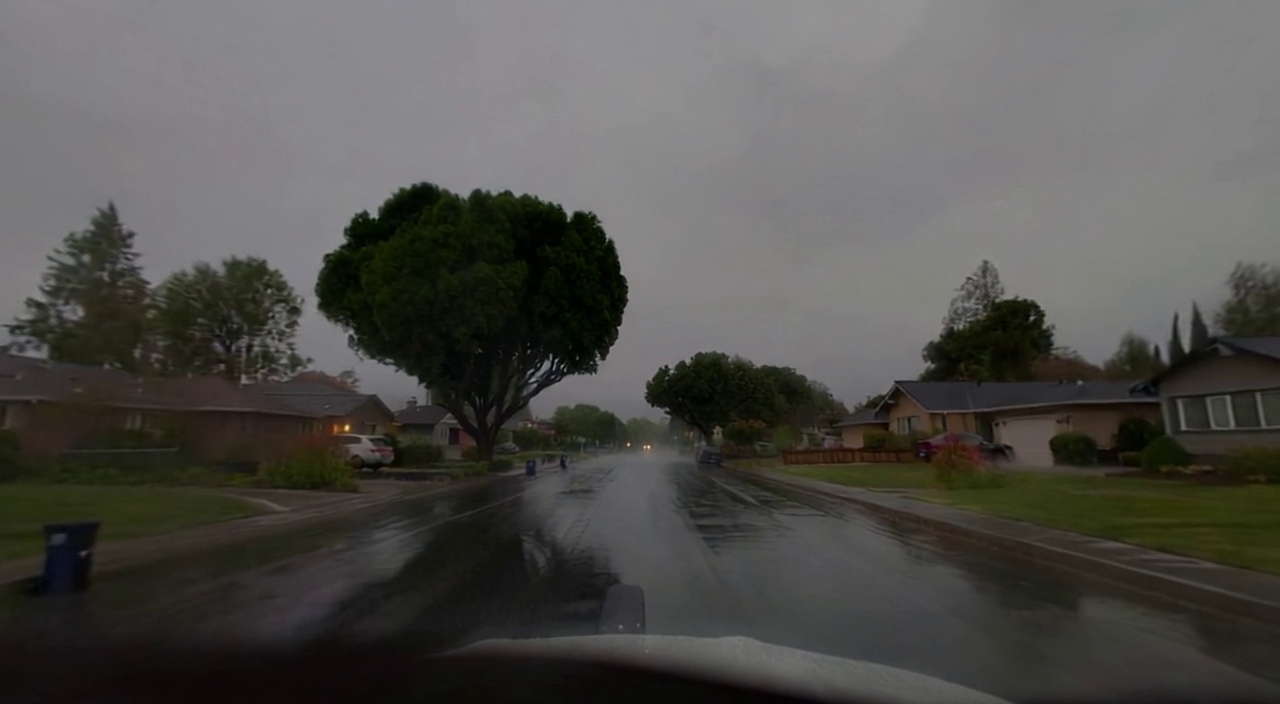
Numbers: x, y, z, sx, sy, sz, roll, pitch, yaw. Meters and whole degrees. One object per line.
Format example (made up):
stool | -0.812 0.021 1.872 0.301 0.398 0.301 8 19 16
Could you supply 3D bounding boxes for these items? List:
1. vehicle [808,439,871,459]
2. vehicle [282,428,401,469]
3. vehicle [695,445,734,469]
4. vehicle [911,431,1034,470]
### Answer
vehicle | 15.102 7.329 47.814 4.517 1.482 1.994 5 -10 -30
vehicle | -15.231 4.979 32.380 5.003 1.805 2.041 10 -12 -37
vehicle | 4.723 6.695 40.562 1.893 1.454 4.219 0 -8 -1
vehicle | 14.372 4.224 27.430 4.391 1.555 1.953 1 -7 -11
